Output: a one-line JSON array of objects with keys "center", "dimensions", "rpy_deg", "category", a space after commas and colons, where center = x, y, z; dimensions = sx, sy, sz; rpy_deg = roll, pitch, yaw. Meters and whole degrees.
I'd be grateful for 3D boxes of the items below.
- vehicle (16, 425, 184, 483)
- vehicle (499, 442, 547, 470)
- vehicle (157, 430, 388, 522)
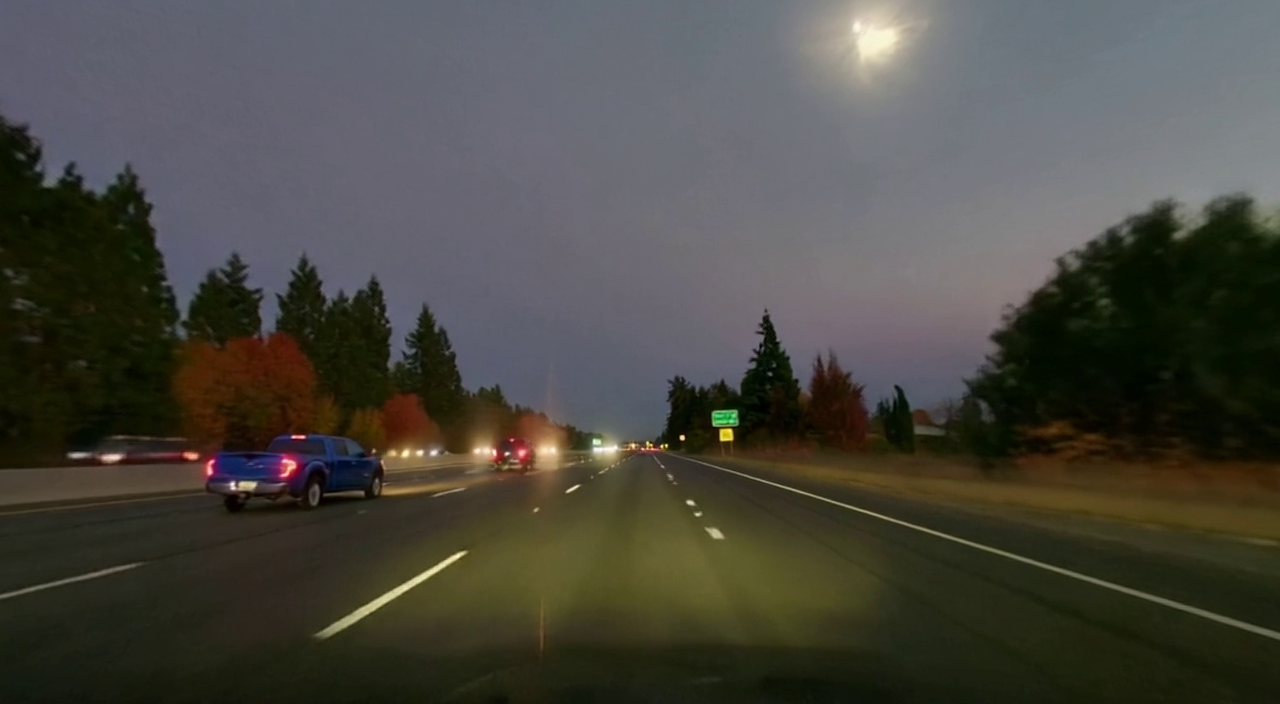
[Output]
[{"center": [-25.874, 4.914, 30.678], "dimensions": [2.311, 2.519, 6.333], "rpy_deg": [0, -8, 3], "category": "vehicle"}, {"center": [-6.826, 6.106, 37.183], "dimensions": [1.919, 1.499, 4.234], "rpy_deg": [0, -8, 1], "category": "vehicle"}, {"center": [-7.311, 2.489, 13.284], "dimensions": [1.965, 1.567, 4.686], "rpy_deg": [0, -8, 1], "category": "vehicle"}]
